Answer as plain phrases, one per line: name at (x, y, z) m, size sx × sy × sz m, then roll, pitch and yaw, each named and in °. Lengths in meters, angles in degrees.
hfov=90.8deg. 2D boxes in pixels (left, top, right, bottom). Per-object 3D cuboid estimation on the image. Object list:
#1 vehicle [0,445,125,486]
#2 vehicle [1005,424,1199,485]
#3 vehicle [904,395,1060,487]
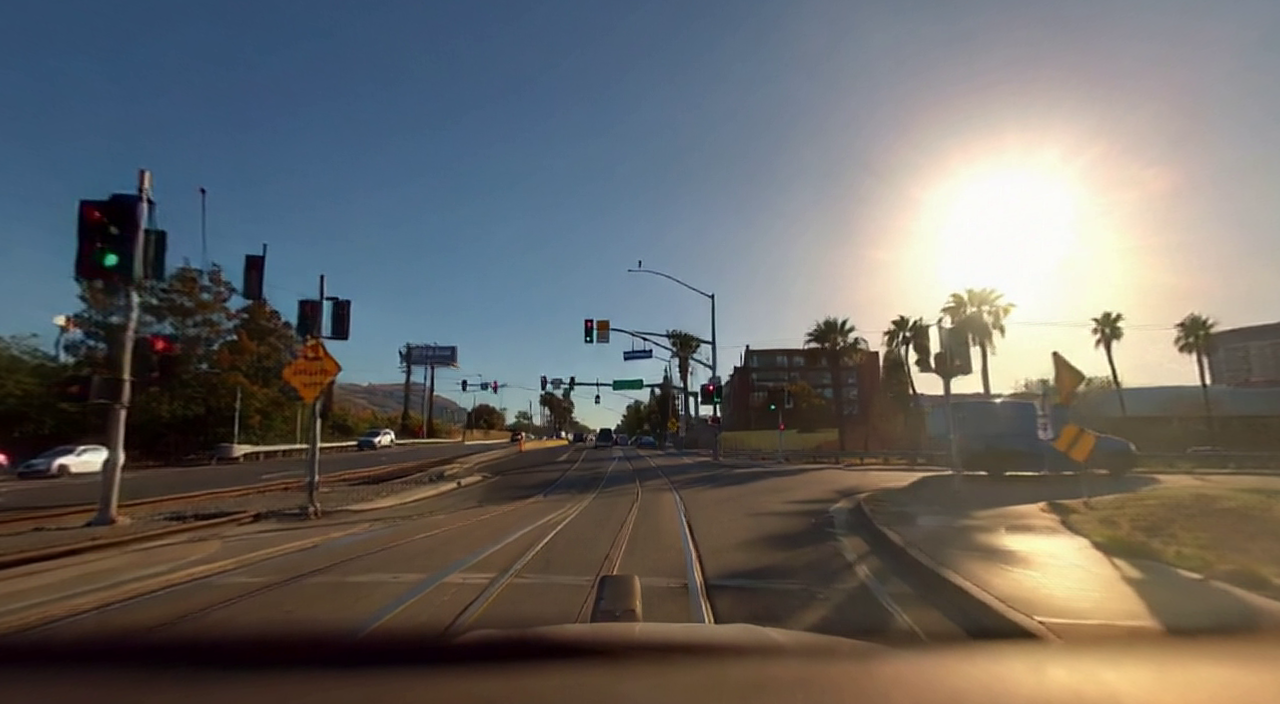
vehicle at (-25.425, 4.809, 26.960) m, size 4.925 × 1.634 × 2.219 m, roll 0°, pitch -9°, yaw 2°
vehicle at (17.518, 3.905, 24.096) m, size 6.055 × 2.140 × 2.266 m, roll 2°, pitch -8°, yaw -10°
vehicle at (12.258, 3.208, 22.793) m, size 4.180 × 3.020 × 2.606 m, roll 3°, pitch -9°, yaw -18°
